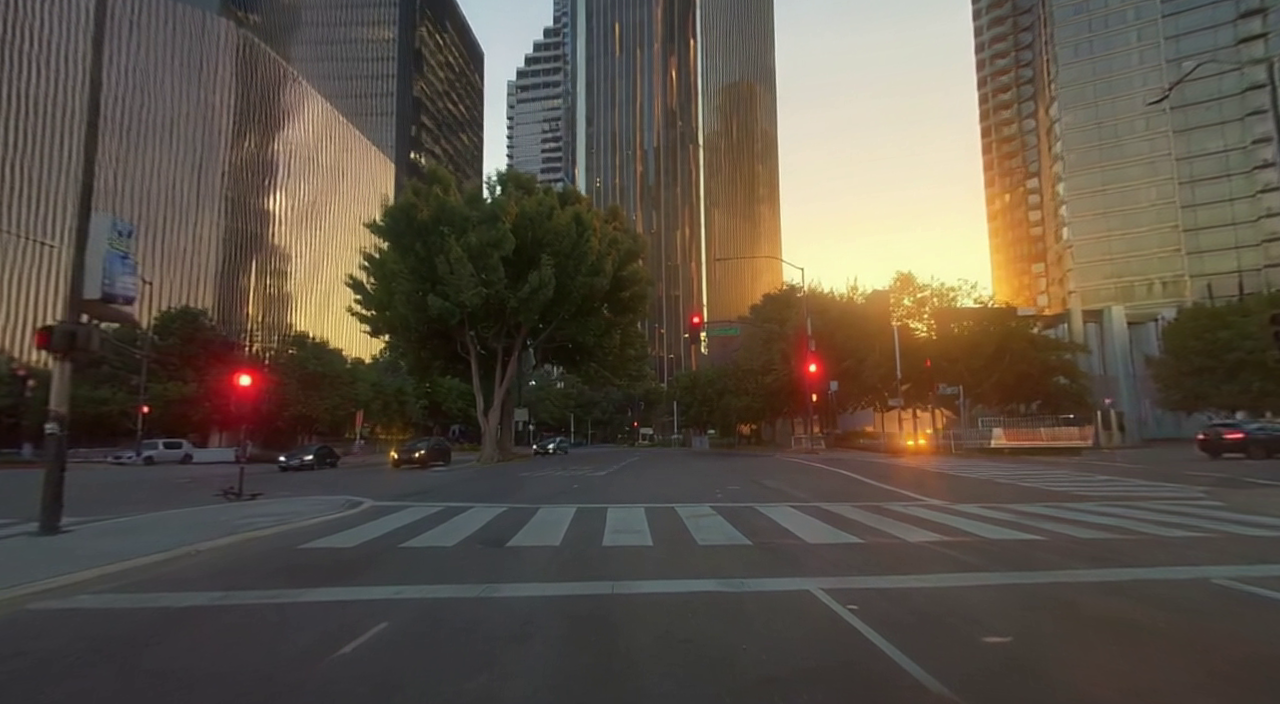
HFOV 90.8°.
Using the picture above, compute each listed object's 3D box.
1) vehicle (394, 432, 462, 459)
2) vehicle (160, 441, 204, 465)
[{"bbox_3d":[-12.543,5.586,37.686,1.964,1.476,4.593,-2,-9,8],"label":"vehicle"},{"bbox_3d":[-35.255,7.768,48.758,2.084,1.750,4.426,4,-10,-28],"label":"vehicle"}]
